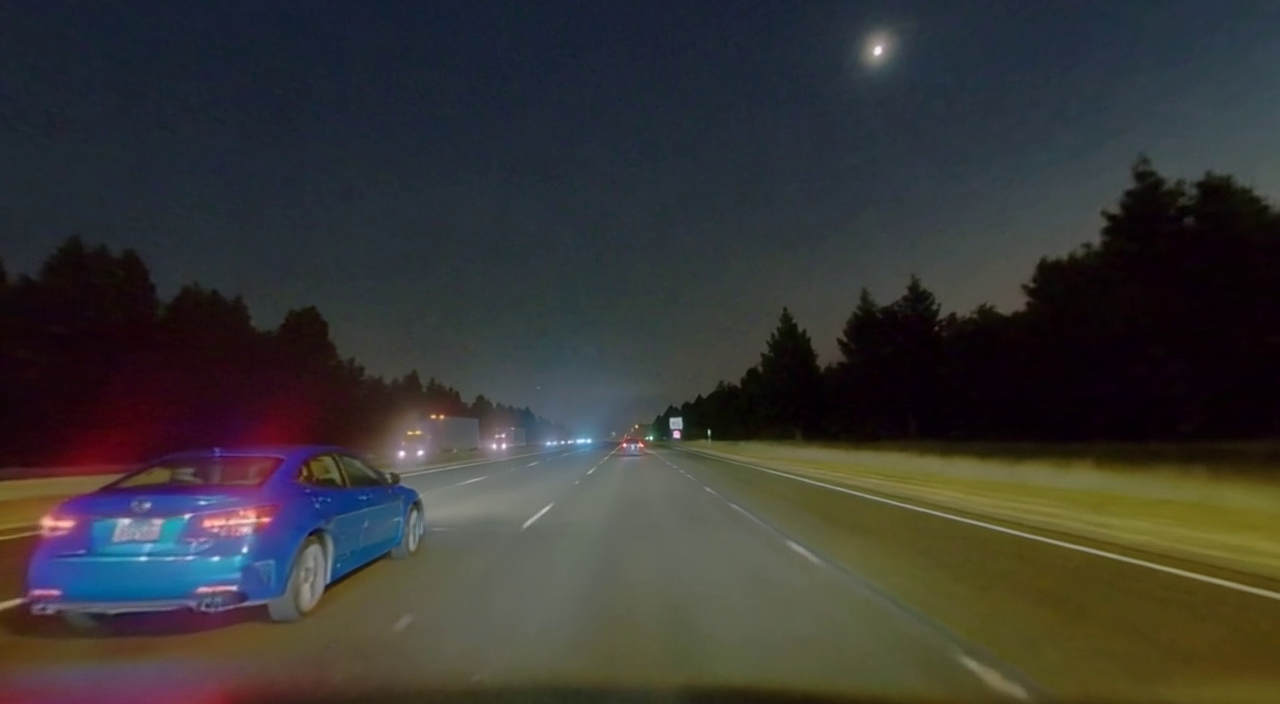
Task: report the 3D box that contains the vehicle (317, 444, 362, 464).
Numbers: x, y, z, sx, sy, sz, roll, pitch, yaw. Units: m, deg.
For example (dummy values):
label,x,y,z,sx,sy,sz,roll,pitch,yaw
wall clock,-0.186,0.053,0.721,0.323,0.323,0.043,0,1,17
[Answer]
label,x,y,z,sx,sy,sz,roll,pitch,yaw
vehicle,-23.075,7.807,48.482,1.735,1.426,3.633,0,-8,-1

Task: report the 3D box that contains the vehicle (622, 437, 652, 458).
label,x,y,z,sx,sy,sz,roll,pitch,yaw
vehicle,-0.236,6.838,45.143,2.028,1.440,3.690,0,-8,-2
